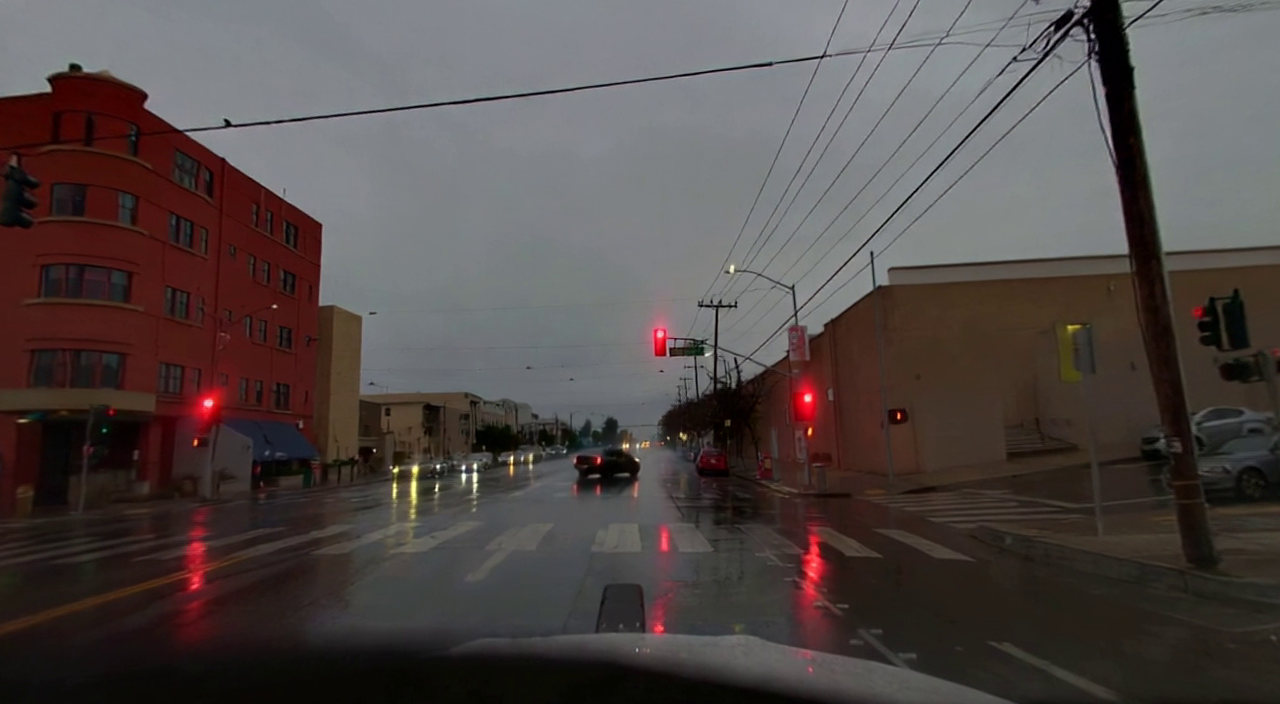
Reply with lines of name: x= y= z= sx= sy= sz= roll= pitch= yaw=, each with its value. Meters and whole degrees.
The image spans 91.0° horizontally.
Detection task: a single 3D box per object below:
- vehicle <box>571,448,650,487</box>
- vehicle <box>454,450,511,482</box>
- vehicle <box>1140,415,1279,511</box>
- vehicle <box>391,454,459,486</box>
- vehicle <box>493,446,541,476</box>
vehicle: x=-1.311 y=5.422 z=29.963 sx=2.120 sy=1.650 sz=4.525 roll=-3 pitch=-9 yaw=20
vehicle: x=-8.721 y=6.329 z=35.295 sx=2.020 sy=1.672 sz=3.842 roll=0 pitch=-9 yaw=3
vehicle: x=12.659 y=2.199 z=12.767 sx=3.234 sy=1.746 sz=1.941 roll=-2 pitch=-10 yaw=1
vehicle: x=-12.029 y=6.608 z=35.596 sx=1.943 sy=1.574 sz=4.727 roll=0 pitch=-9 yaw=3
vehicle: x=-8.233 y=7.322 z=42.621 sx=2.096 sy=1.830 sz=4.752 roll=0 pitch=-9 yaw=2
